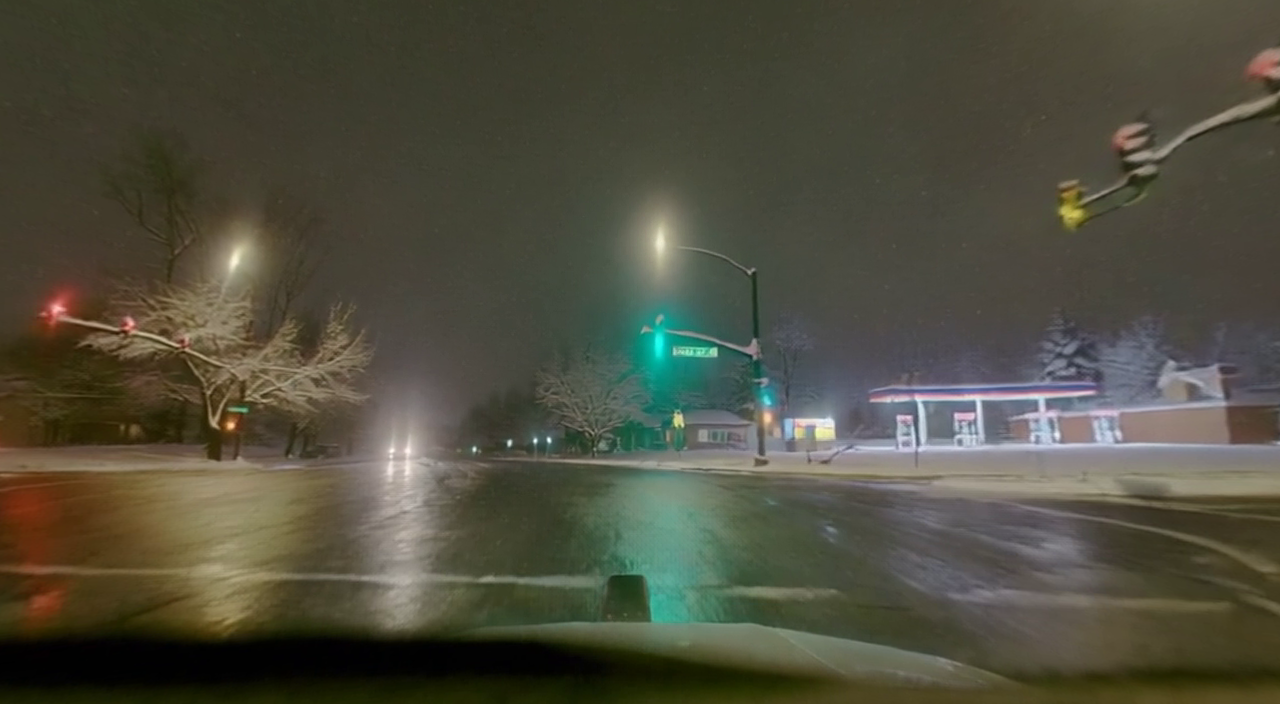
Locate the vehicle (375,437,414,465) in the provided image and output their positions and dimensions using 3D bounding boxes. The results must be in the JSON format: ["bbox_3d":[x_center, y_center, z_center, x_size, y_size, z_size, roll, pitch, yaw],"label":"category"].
[{"bbox_3d":[-15.419,6.212,39.808,2.048,1.670,4.450,3,-8,-19],"label":"vehicle"}]
